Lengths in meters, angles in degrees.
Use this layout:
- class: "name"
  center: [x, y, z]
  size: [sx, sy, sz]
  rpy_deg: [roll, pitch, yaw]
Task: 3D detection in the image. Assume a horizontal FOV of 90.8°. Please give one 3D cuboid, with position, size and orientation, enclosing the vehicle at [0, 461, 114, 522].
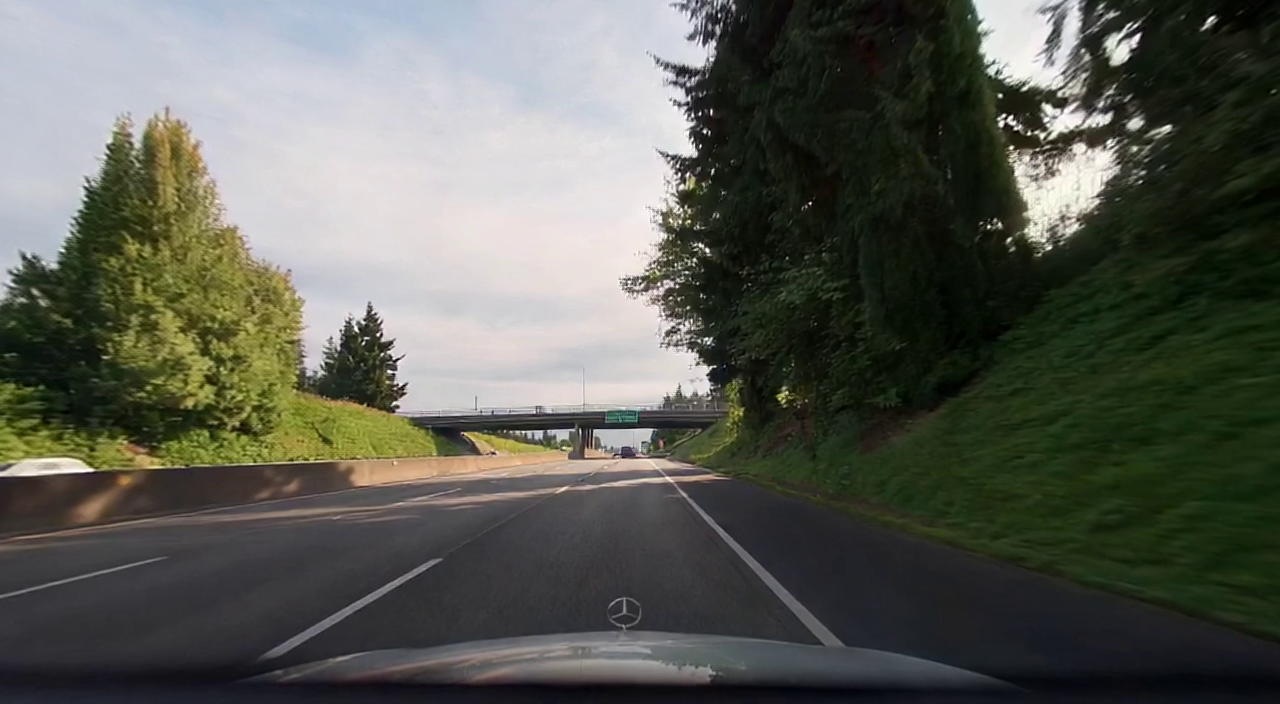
- class: "vehicle"
  center: [-15.887, 3.555, 16.369]
  size: [1.531, 1.356, 3.360]
  rpy_deg: [0, -9, -1]
